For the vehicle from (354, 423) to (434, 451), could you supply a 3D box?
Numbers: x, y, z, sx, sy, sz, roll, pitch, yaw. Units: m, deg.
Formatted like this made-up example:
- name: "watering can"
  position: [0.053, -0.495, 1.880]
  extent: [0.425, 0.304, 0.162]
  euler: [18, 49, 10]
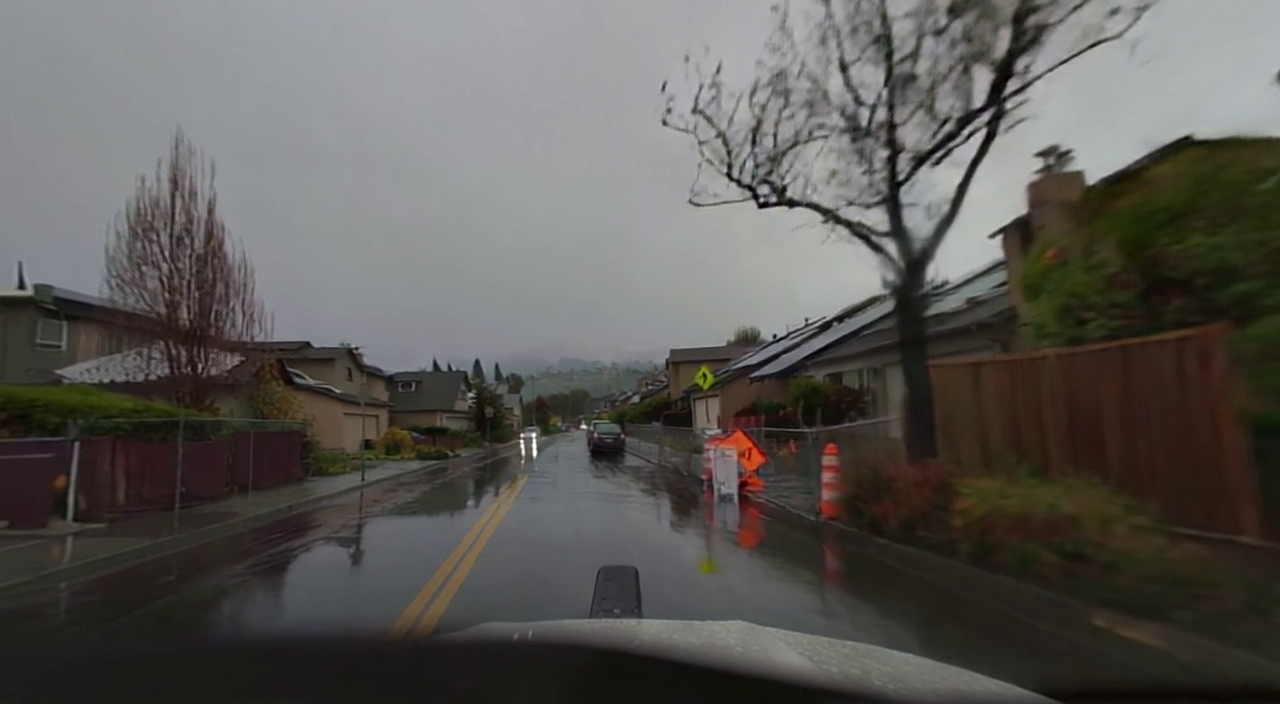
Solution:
- name: "vehicle"
  position: [-15.630, 5.435, 40.184]
  extent: [4.205, 1.745, 2.121]
  euler: [1, -8, -2]

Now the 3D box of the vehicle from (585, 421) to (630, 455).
- name: "vehicle"
  position: [-1.584, 4.101, 30.022]
  extent: [1.998, 1.494, 3.927]
  euler: [0, -8, -4]
